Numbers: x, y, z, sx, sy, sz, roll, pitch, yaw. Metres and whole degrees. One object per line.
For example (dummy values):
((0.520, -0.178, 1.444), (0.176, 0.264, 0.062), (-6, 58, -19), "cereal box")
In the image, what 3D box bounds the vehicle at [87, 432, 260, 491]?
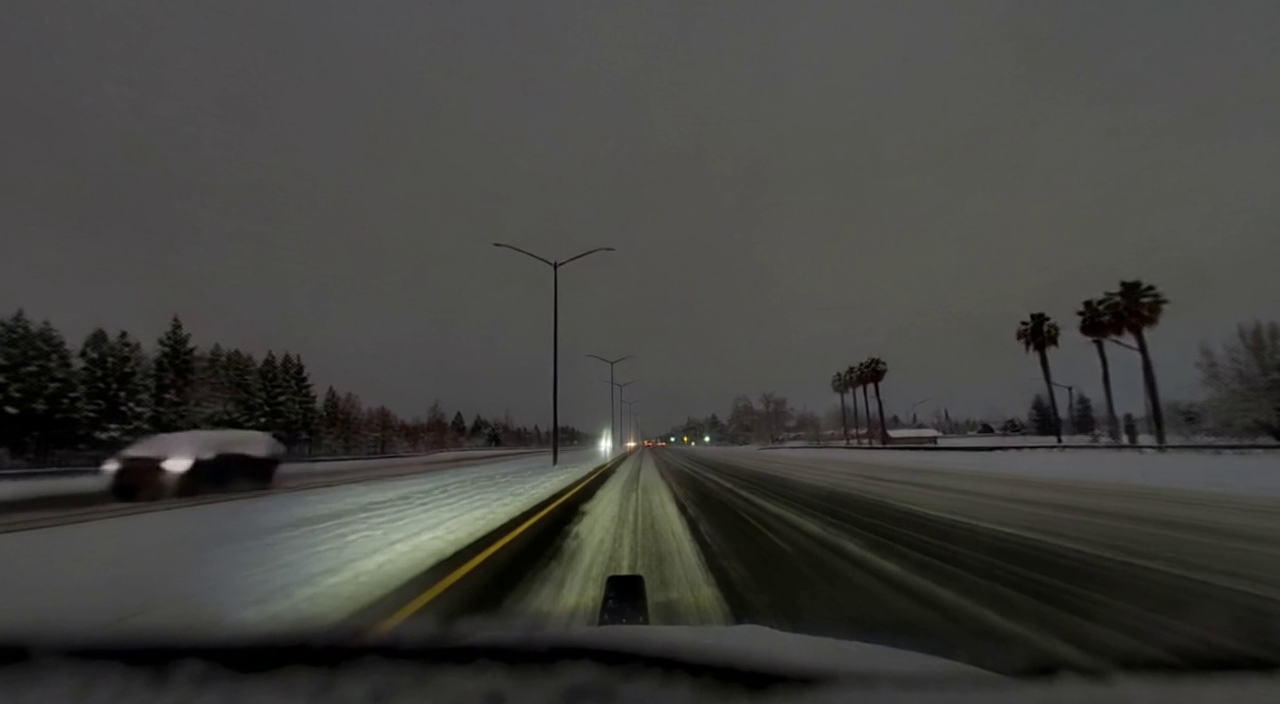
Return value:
((-17.342, 4.085, 23.974), (2.355, 1.971, 5.430), (0, -8, 1), "vehicle")
